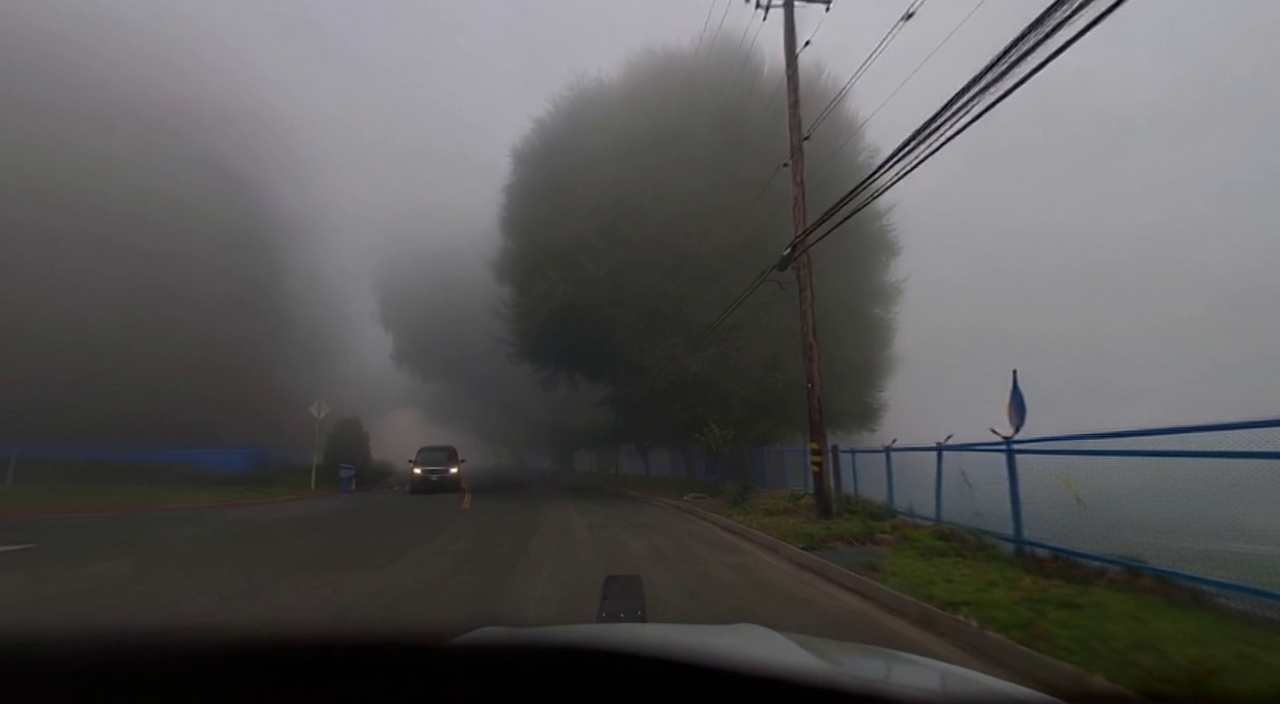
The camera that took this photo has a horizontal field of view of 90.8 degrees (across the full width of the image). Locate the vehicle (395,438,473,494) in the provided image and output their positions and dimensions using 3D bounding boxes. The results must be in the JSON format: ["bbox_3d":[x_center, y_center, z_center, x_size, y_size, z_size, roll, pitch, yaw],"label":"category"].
[{"bbox_3d":[-7.671,4.273,24.007,2.185,1.901,4.177,1,-9,-10],"label":"vehicle"}]
